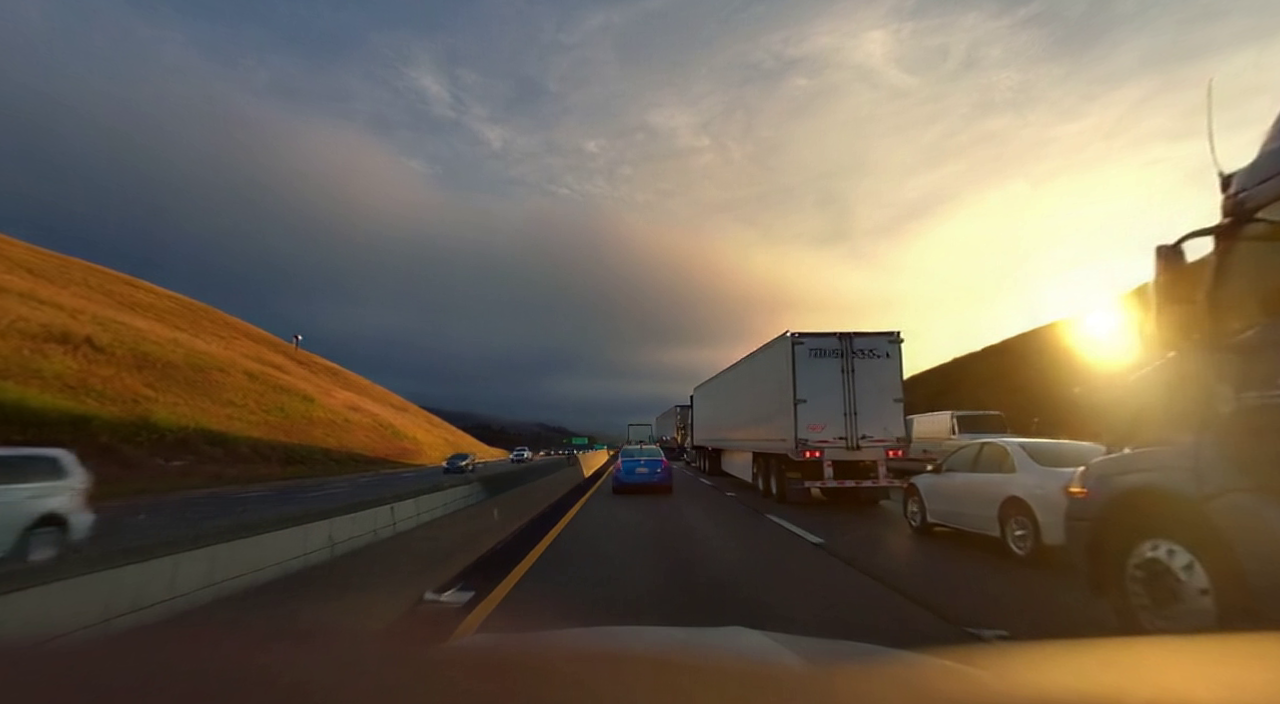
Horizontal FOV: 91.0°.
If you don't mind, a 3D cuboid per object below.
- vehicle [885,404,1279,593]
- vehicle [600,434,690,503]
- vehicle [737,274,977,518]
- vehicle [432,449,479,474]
[{"bbox_3d":[5.469,1.605,7.970,1.888,1.591,4.815,1,-8,-14],"label":"vehicle"},{"bbox_3d":[0.078,2.919,16.235,2.045,1.507,3.763,-1,-8,-1],"label":"vehicle"},{"bbox_3d":[4.453,1.429,15.850,3.235,4.197,9.908,-1,-8,5],"label":"vehicle"},{"bbox_3d":[-11.961,7.103,40.997,1.940,1.495,3.889,-1,-8,-1],"label":"vehicle"}]
